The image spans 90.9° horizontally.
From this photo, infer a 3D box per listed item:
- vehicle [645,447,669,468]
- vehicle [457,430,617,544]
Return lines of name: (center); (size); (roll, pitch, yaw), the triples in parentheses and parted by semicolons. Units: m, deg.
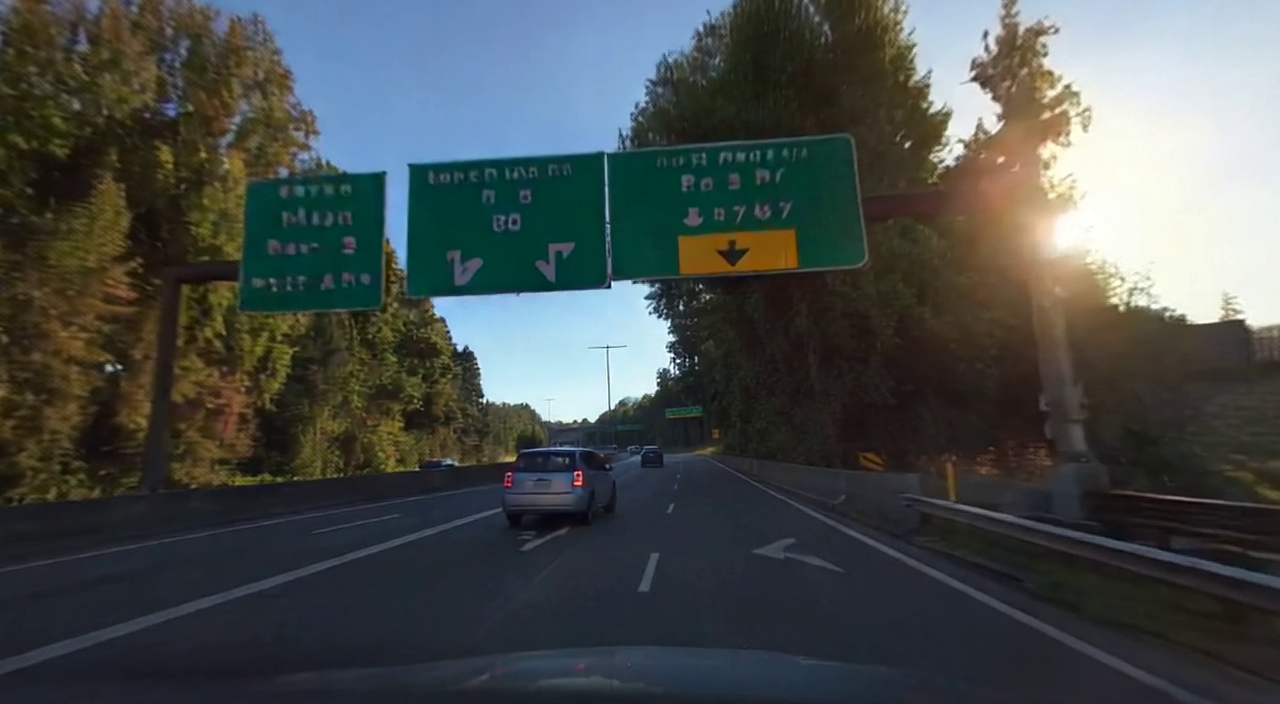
vehicle: (1.342, 8.150, 48.931); (1.675, 1.537, 3.574); (-1, -9, 3)
vehicle: (-1.506, 2.152, 10.574); (1.846, 1.566, 3.525); (-1, -9, 4)
